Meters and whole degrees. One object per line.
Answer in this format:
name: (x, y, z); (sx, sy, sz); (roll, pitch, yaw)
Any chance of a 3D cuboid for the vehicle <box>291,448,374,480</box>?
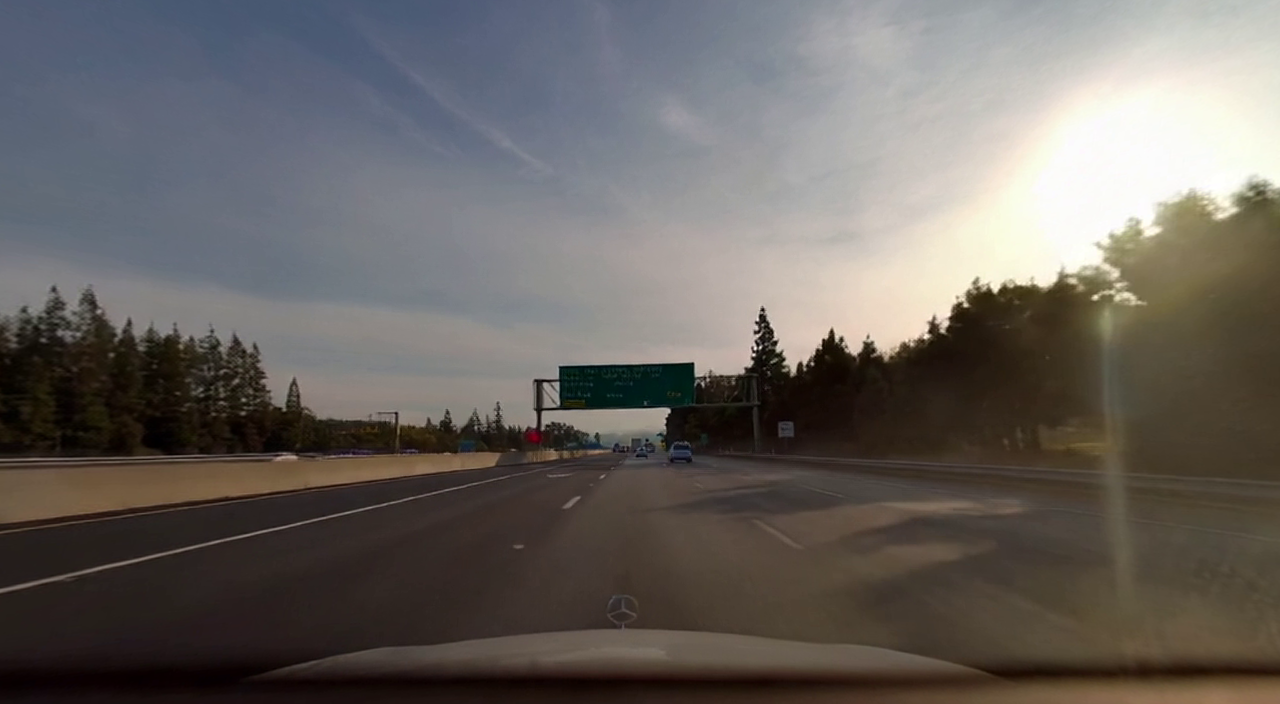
vehicle: (-15.588, 5.675, 32.259); (1.903, 1.486, 4.666); (0, -9, 0)
